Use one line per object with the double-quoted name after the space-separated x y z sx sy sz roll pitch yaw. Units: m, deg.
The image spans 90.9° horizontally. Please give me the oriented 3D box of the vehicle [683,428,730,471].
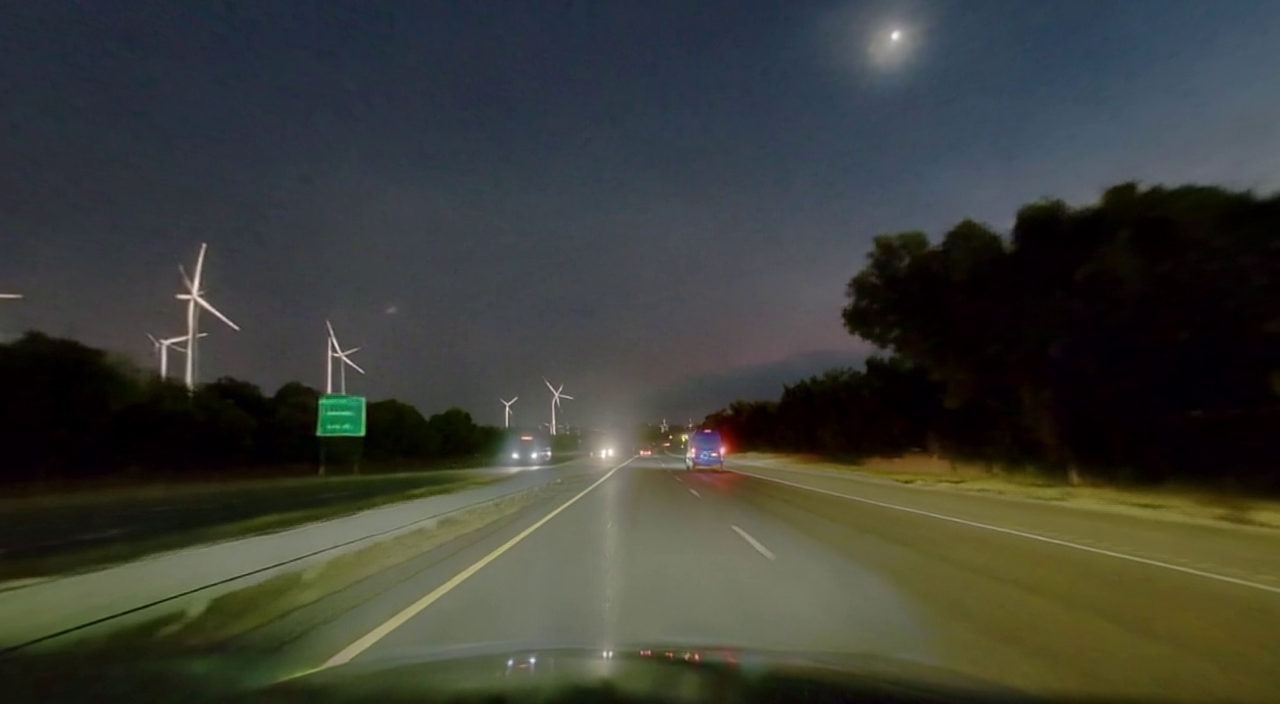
4.376 6.591 42.674 2.437 2.735 5.507 0 -9 -1 "vehicle"
